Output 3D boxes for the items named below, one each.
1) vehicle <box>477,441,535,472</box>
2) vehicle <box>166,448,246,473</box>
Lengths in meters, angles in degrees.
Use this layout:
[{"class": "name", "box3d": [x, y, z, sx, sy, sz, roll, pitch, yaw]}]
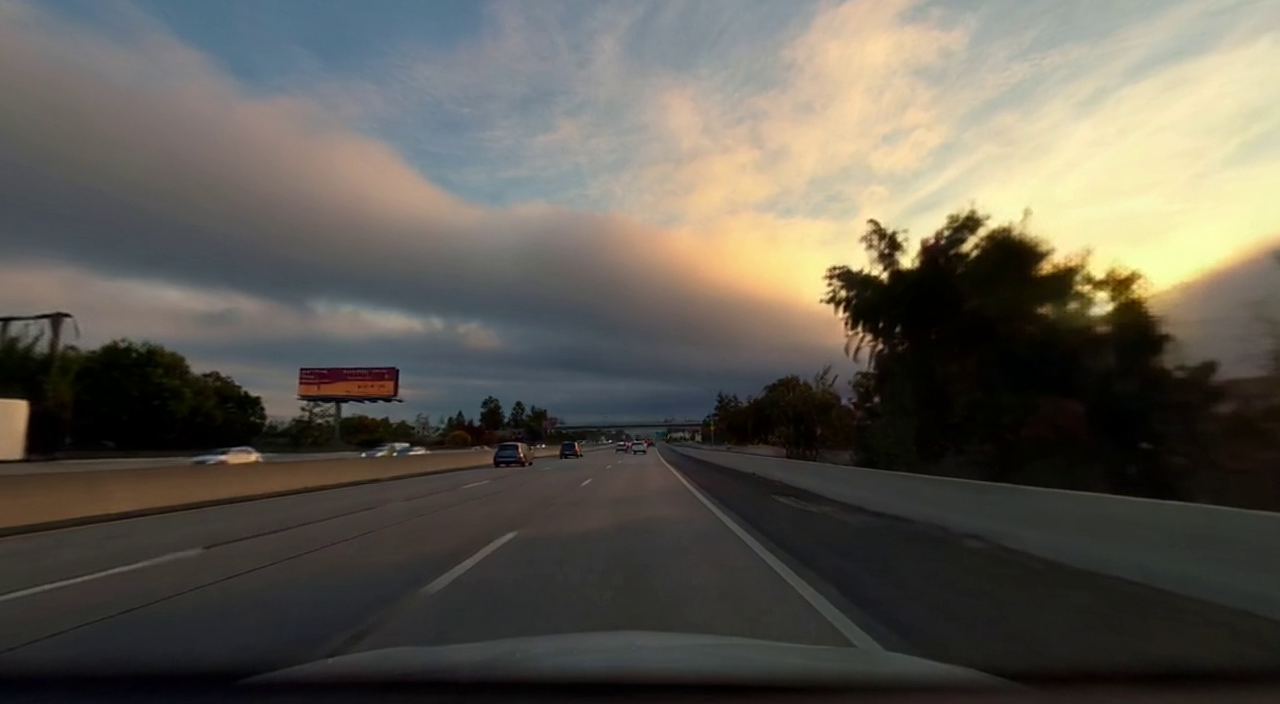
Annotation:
[{"class": "vehicle", "box3d": [-7.155, 5.624, 34.096, 2.008, 1.520, 4.731, 0, -9, 1]}, {"class": "vehicle", "box3d": [-28.707, 7.147, 41.855, 1.925, 1.562, 4.733, 0, -9, 1]}]
